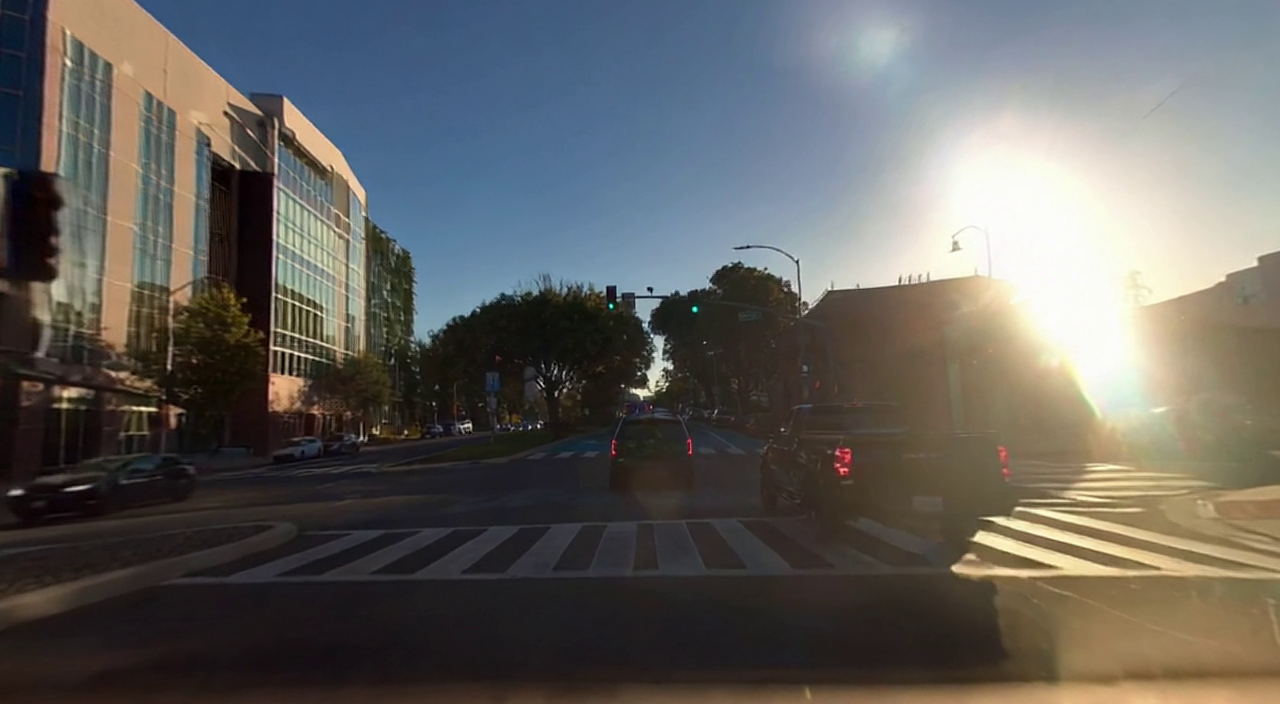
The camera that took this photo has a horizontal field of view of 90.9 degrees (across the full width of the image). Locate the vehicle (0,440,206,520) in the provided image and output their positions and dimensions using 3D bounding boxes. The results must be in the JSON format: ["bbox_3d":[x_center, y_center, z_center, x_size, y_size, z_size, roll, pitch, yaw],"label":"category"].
[{"bbox_3d":[-13.509,3.103,15.892,2.062,1.697,4.321,0,-9,-1],"label":"vehicle"}]

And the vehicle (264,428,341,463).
[{"bbox_3d":[-19.573,5.474,36.829,2.060,1.867,4.626,0,-9,-2],"label":"vehicle"}]

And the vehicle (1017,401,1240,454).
[{"bbox_3d":[14.312,2.270,18.722,4.872,1.472,2.136,0,-9,-2],"label":"vehicle"}]

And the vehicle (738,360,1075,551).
[{"bbox_3d":[3.373,1.557,10.072,2.487,2.048,6.443,0,-8,-1],"label":"vehicle"}]

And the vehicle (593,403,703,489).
[{"bbox_3d":[0.121,2.265,15.309,2.283,1.773,4.255,0,-9,-1],"label":"vehicle"}]

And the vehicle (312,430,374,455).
[{"bbox_3d":[-19.661,6.033,42.008,1.871,1.546,4.792,0,-9,0],"label":"vehicle"}]

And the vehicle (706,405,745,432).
[{"bbox_3d":[6.510,5.161,48.644,2.279,1.818,4.961,0,-9,-1],"label":"vehicle"}]
